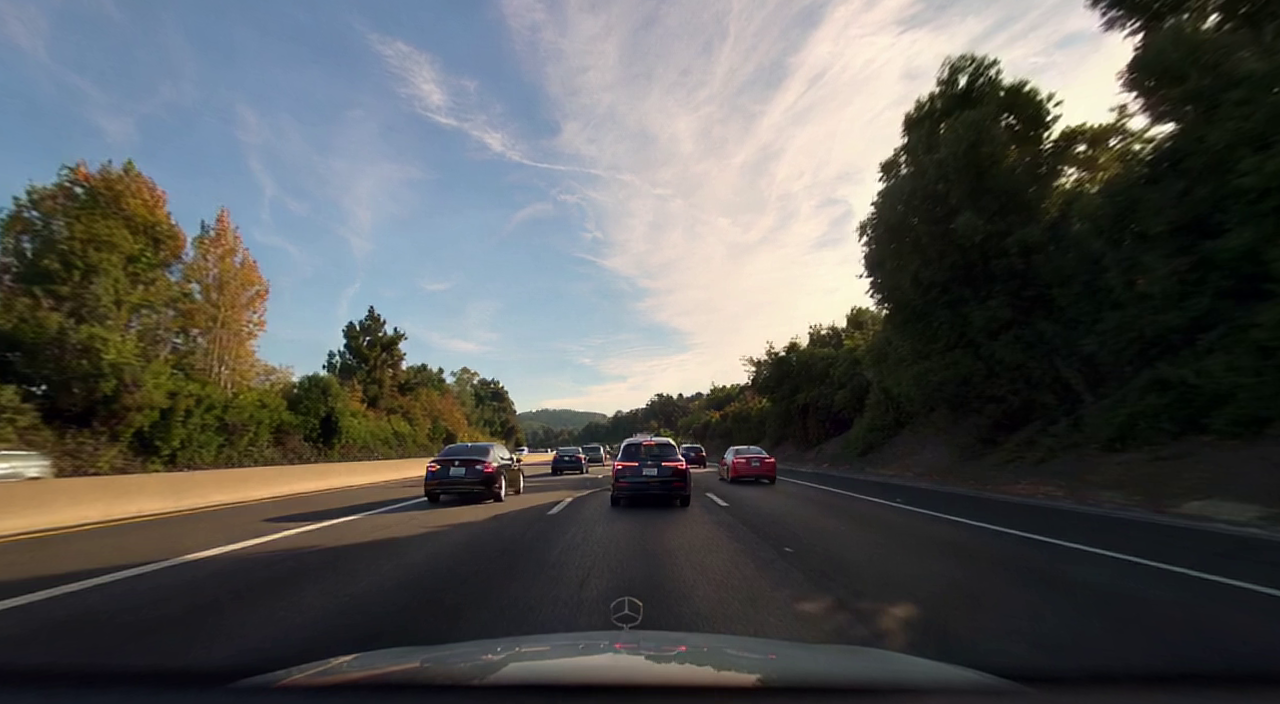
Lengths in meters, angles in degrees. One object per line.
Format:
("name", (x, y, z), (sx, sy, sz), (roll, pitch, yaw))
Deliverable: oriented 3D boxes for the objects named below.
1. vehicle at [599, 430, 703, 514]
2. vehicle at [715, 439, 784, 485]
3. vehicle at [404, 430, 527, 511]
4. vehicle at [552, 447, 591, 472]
("vehicle", (0.223, 2.731, 14.725), (2.093, 1.695, 3.782), (0, -9, 0))
("vehicle", (4.120, 4.205, 24.254), (1.905, 1.590, 3.746), (0, -9, -1))
("vehicle", (-4.110, 2.855, 15.540), (1.890, 1.708, 3.844), (0, -9, 0))
("vehicle", (-4.091, 6.507, 38.286), (1.910, 1.468, 3.781), (0, -9, 1))
